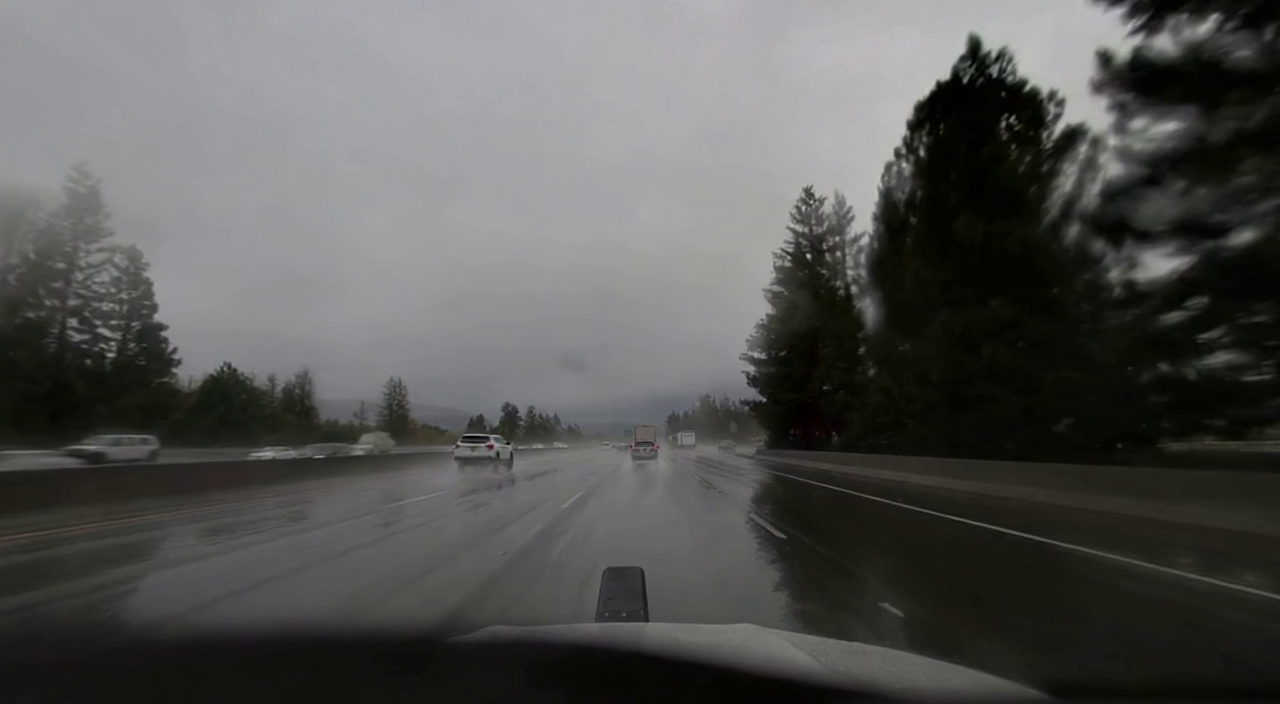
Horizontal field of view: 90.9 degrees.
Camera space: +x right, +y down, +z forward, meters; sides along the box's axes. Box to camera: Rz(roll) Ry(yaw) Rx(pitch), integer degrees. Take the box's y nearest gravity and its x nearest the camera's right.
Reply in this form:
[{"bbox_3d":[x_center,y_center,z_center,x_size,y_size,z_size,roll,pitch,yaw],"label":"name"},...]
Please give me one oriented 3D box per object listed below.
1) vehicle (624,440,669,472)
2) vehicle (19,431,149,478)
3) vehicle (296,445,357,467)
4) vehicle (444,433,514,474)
[{"bbox_3d":[0.292,5.200,31.852,2.112,1.482,4.082,0,-8,0],"label":"vehicle"},{"bbox_3d":[-29.290,5.395,33.491,2.171,2.237,5.038,0,-8,1],"label":"vehicle"},{"bbox_3d":[-21.618,7.153,43.653,1.850,1.444,4.446,0,-8,1],"label":"vehicle"},{"bbox_3d":[-7.535,4.777,29.972,2.093,1.789,4.399,0,-8,1],"label":"vehicle"}]
